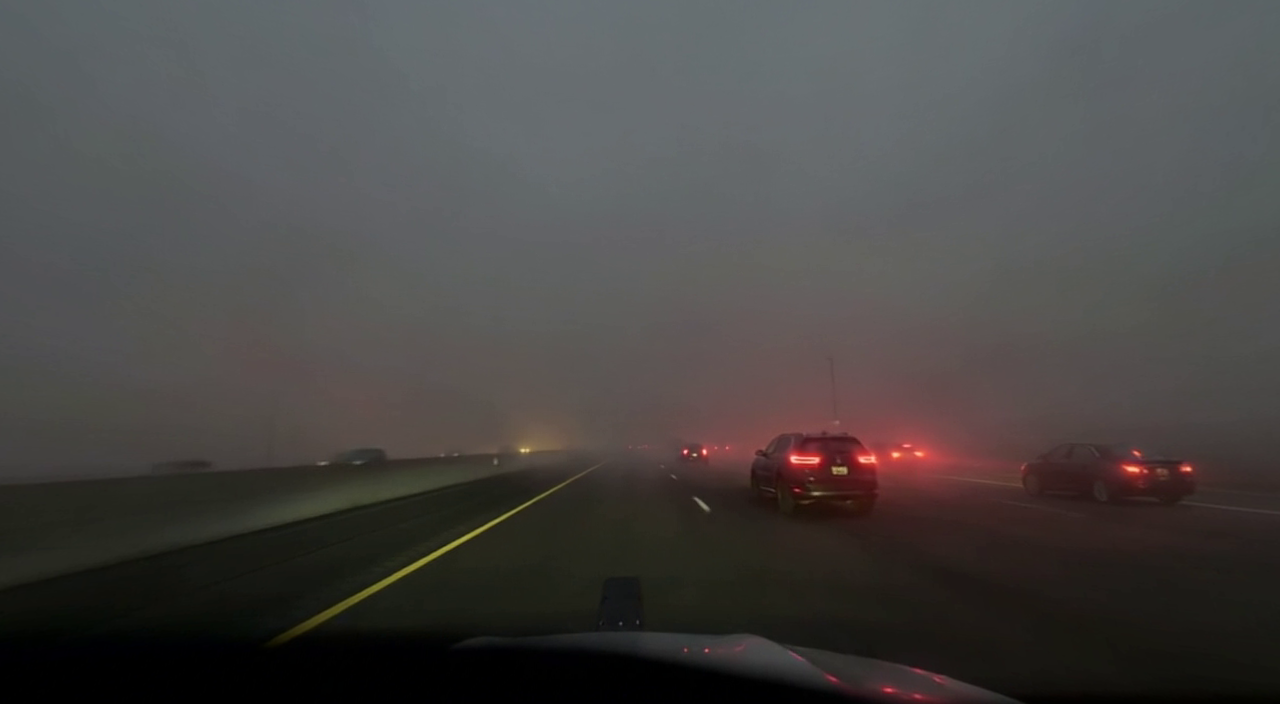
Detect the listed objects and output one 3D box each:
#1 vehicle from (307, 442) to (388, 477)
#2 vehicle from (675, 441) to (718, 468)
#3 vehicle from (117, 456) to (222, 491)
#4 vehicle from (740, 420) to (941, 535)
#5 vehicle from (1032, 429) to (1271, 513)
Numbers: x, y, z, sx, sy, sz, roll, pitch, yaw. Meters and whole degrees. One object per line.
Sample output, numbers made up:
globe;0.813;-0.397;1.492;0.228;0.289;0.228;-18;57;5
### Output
vehicle;-14.734;5.418;32.150;2.162;1.570;4.045;0;-8;0
vehicle;3.267;6.018;37.360;2.038;1.477;4.313;0;-8;-1
vehicle;-22.283;5.744;30.139;1.802;1.429;4.151;0;-8;0
vehicle;3.204;2.112;11.280;1.977;1.601;4.598;0;-8;-1
vehicle;10.958;2.549;14.024;1.844;1.560;4.085;0;-8;0
